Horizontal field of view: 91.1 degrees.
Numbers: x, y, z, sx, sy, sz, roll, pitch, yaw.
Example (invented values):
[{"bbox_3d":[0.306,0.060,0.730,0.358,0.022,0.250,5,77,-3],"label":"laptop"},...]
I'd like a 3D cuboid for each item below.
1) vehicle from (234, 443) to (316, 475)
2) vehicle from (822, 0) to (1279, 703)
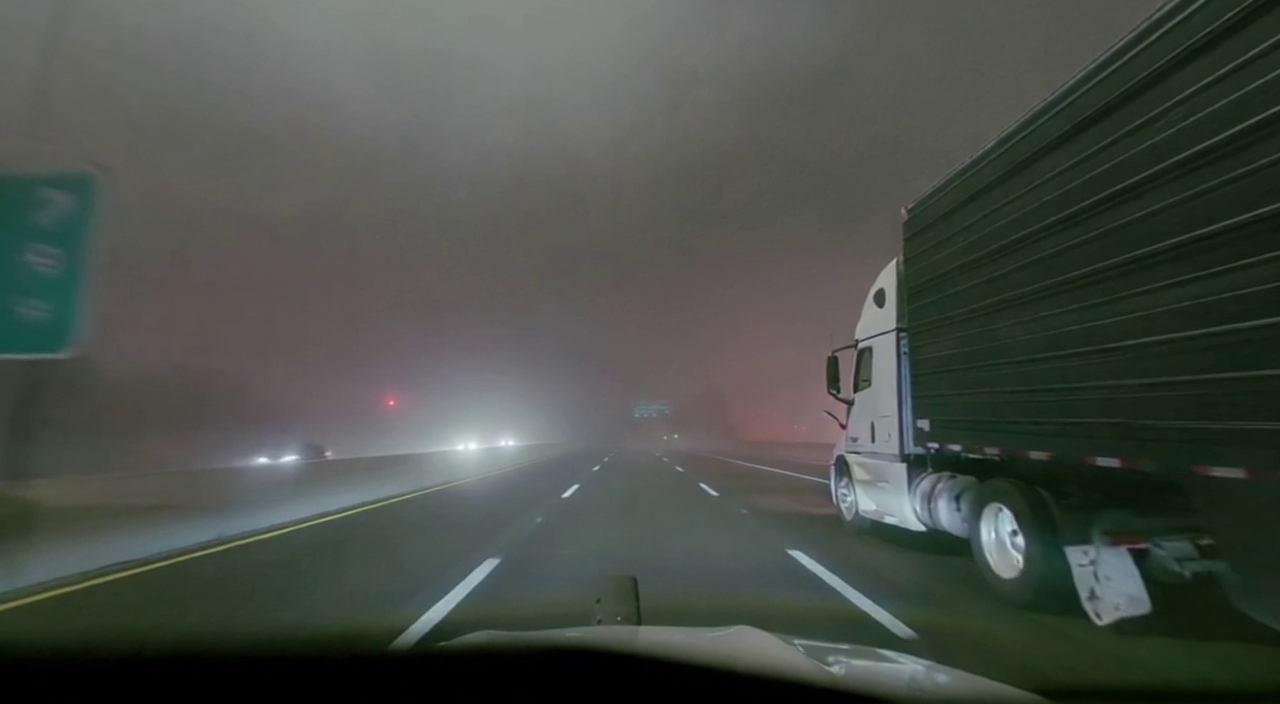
[{"bbox_3d":[-18.988,5.550,32.894,1.869,1.522,3.997,0,-8,0],"label":"vehicle"},{"bbox_3d":[4.127,-0.439,1.726,3.220,3.912,12.116,0,-8,-2],"label":"vehicle"}]
